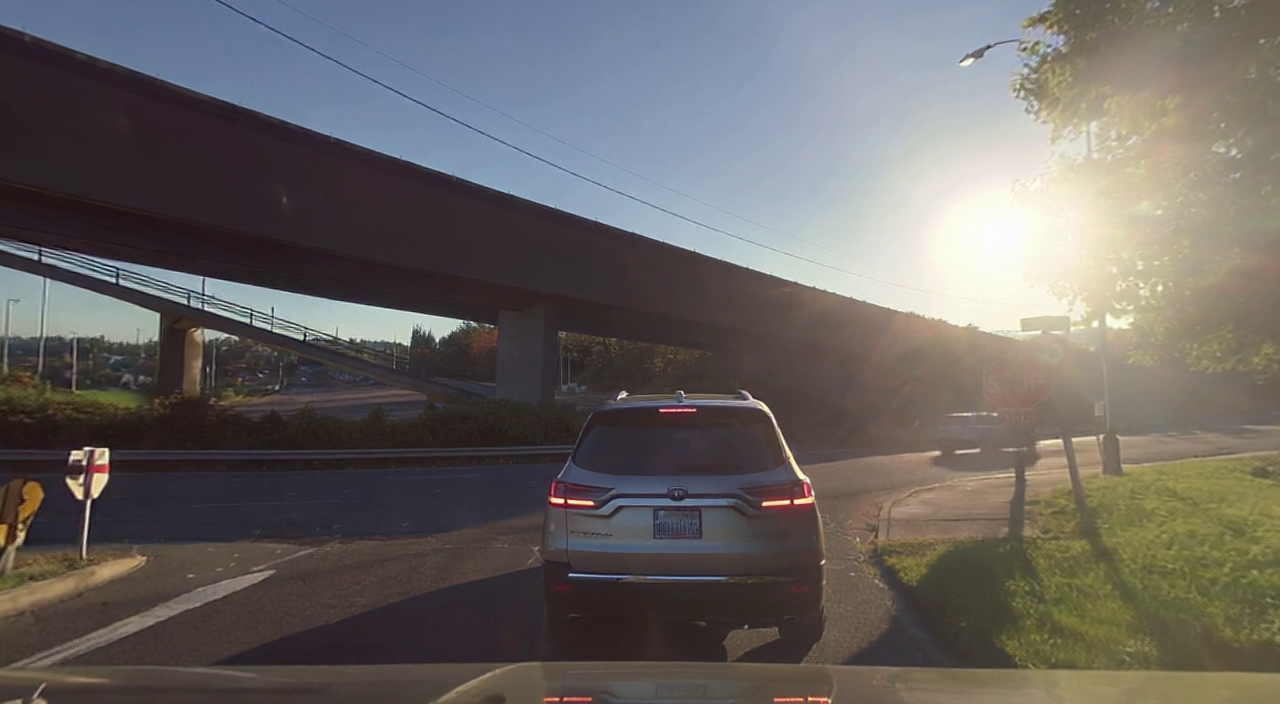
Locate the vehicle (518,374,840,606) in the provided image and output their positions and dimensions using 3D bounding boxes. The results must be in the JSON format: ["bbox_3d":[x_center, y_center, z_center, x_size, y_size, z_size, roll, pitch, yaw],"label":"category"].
[{"bbox_3d":[0.312,1.400,7.162,2.494,1.804,4.336,0,-9,0],"label":"vehicle"}]

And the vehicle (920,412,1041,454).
[{"bbox_3d":[14.721,3.548,27.246,5.060,1.648,2.038,5,-10,-28],"label":"vehicle"}]
